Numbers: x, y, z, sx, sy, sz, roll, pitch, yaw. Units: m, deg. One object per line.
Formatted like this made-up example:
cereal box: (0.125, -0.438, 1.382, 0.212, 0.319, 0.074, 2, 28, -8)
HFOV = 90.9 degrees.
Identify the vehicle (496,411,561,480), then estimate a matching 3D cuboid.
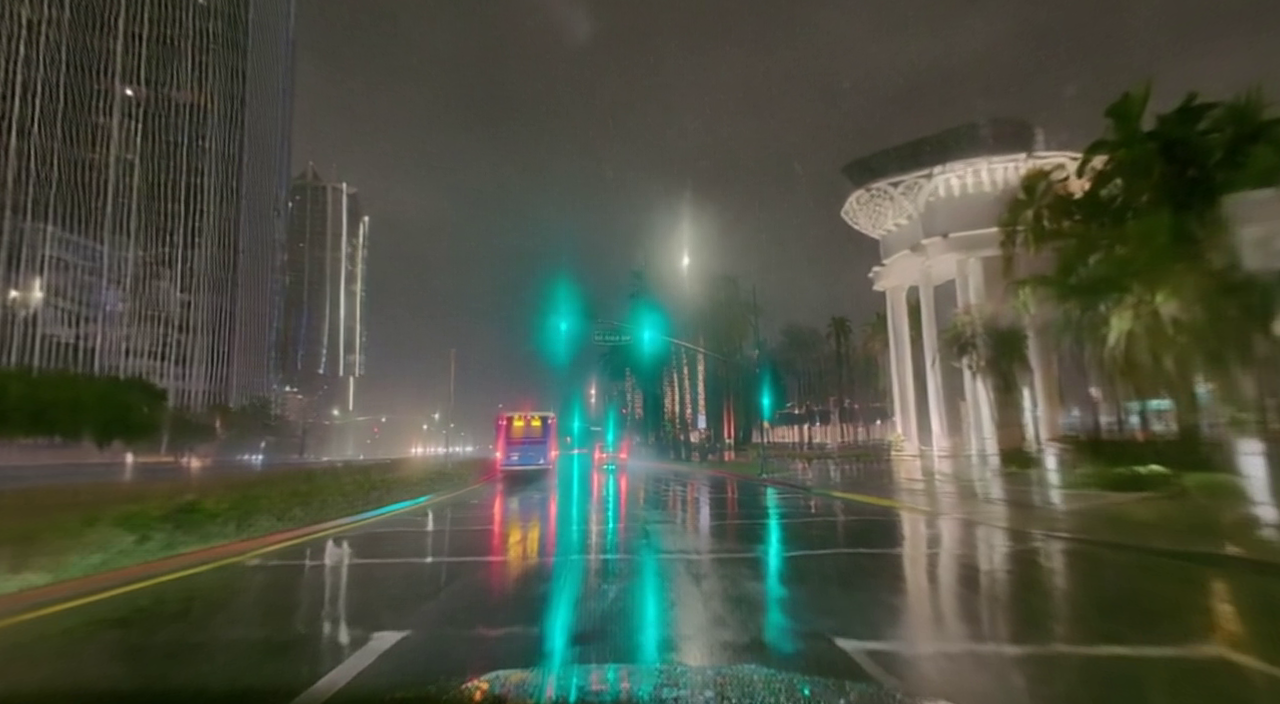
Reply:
vehicle: (-5.501, 4.808, 32.397, 2.678, 3.042, 8.474, 1, -8, -6)

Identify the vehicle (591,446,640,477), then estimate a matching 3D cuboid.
vehicle: (-1.328, 5.546, 32.283, 2.107, 1.481, 4.097, 1, -9, -7)
